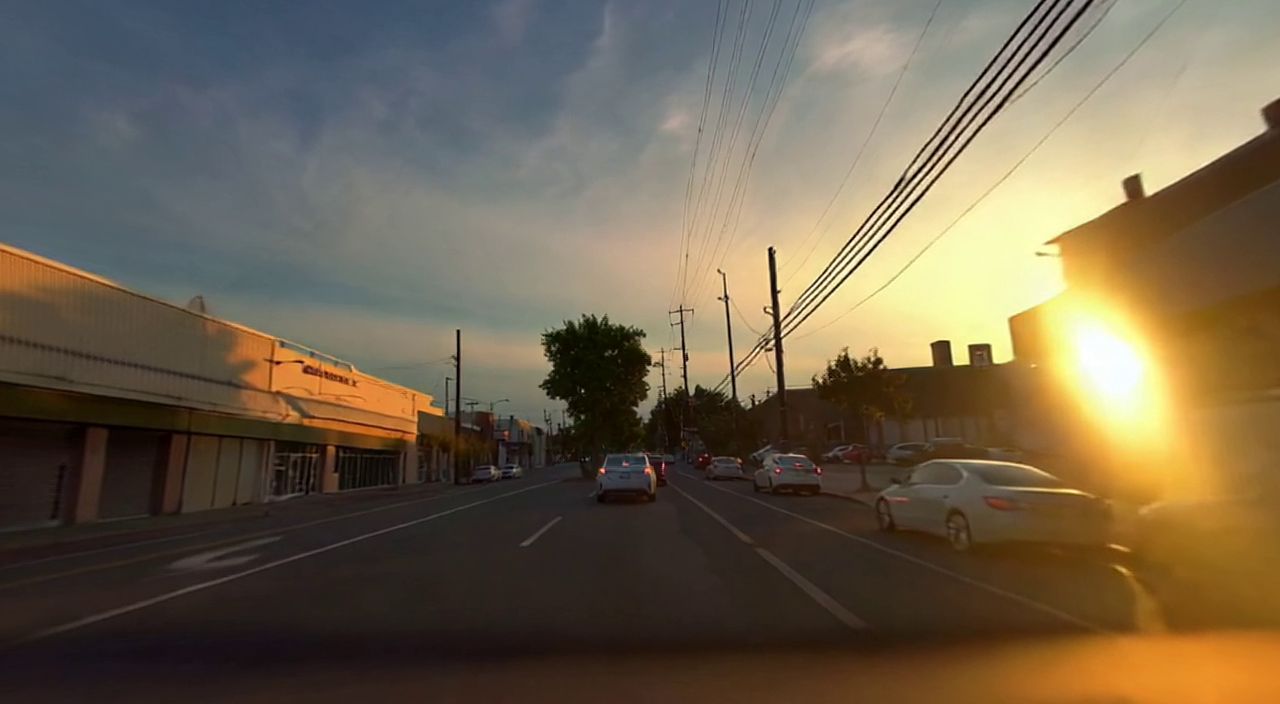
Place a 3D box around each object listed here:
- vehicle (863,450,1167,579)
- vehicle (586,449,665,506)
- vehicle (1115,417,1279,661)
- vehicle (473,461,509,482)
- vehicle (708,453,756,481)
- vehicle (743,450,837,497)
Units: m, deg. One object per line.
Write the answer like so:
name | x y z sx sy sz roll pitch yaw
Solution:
vehicle | 5.008 2.168 9.323 1.761 1.413 4.272 0 -9 -2
vehicle | -0.385 3.688 19.026 2.116 1.479 3.980 0 -9 0
vehicle | 5.114 1.151 3.636 1.779 1.592 3.740 0 -9 0
vehicle | -11.663 9.344 49.691 1.828 1.457 4.371 0 -9 -1
vehicle | 5.188 6.566 36.335 1.987 1.459 4.677 0 -9 -1
vehicle | 5.247 4.316 22.869 2.108 1.471 4.948 0 -9 -1
